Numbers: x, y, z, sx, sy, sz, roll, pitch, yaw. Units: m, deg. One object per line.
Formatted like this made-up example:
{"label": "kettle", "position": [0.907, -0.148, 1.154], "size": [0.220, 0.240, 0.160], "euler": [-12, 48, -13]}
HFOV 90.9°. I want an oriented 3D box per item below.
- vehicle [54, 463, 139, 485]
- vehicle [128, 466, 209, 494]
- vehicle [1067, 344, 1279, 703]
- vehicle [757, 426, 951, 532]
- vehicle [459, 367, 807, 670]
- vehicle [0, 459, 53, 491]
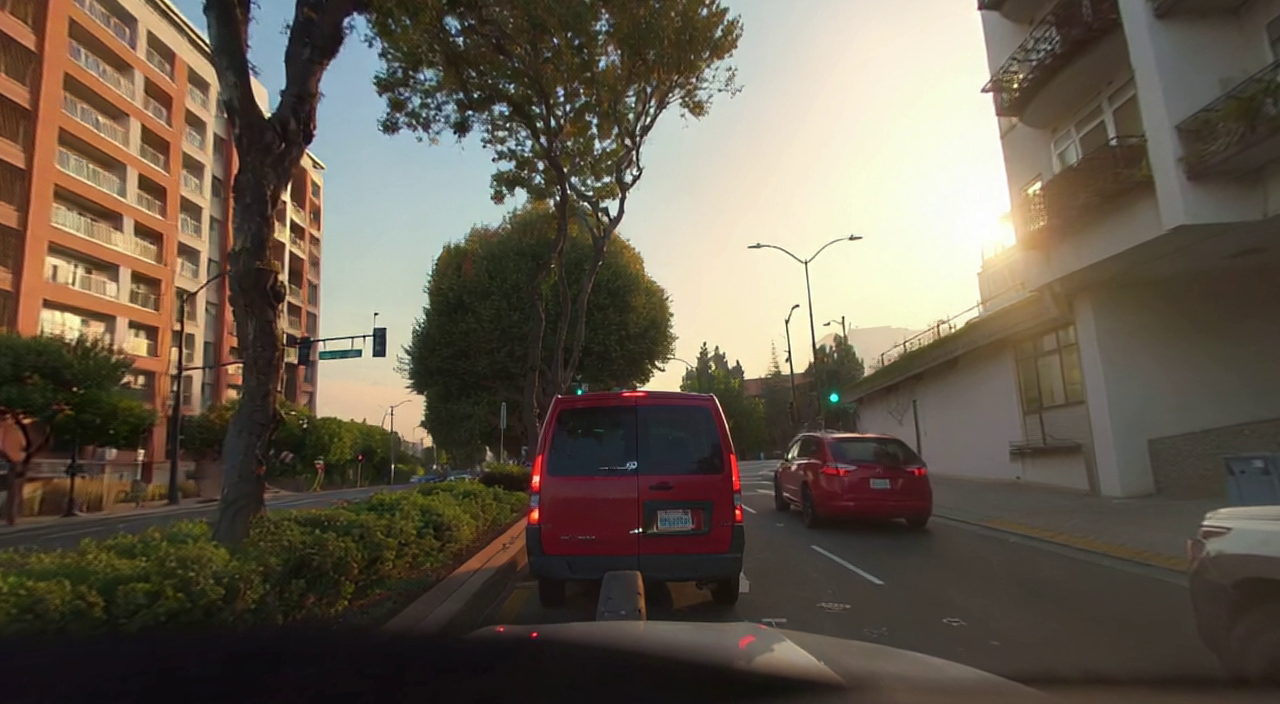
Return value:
{"label": "vehicle", "position": [-38.437, 8.637, 44.652], "size": [4.396, 1.458, 1.809], "euler": [-1, -9, 2]}
{"label": "vehicle", "position": [-33.226, 9.062, 44.530], "size": [4.292, 1.492, 1.772], "euler": [-6, -14, -1]}
{"label": "vehicle", "position": [3.808, 0.724, 1.885], "size": [2.157, 1.748, 4.130], "euler": [0, -9, 1]}
{"label": "vehicle", "position": [3.888, 2.394, 12.557], "size": [2.061, 1.676, 4.734], "euler": [0, -9, -2]}
{"label": "vehicle", "position": [-0.034, 1.329, 6.047], "size": [2.101, 1.828, 4.270], "euler": [0, -9, 0]}
{"label": "vehicle", "position": [-35.516, 6.843, 35.174], "size": [3.843, 1.680, 1.782], "euler": [-1, -9, 5]}
